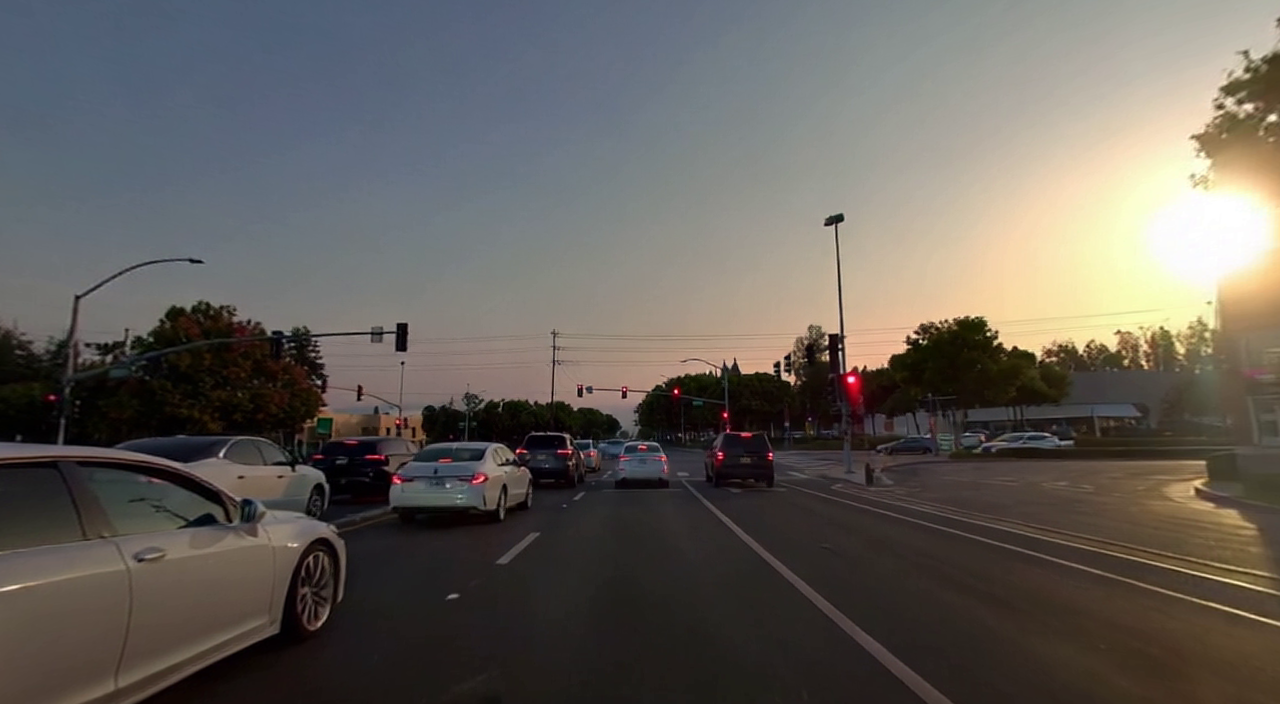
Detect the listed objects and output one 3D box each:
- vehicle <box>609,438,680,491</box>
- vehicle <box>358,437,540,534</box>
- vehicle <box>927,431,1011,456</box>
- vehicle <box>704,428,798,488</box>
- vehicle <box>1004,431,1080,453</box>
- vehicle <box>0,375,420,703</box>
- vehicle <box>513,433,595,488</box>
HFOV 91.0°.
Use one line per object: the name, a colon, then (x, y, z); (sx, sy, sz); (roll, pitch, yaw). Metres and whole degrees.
vehicle: (0.151, 3.522, 20.015); (2.032, 1.499, 3.994); (0, -9, 1)
vehicle: (-3.316, 2.413, 11.988); (2.014, 1.472, 4.357); (0, -9, 1)
vehicle: (23.350, 6.537, 44.841); (4.781, 1.700, 1.986); (0, -9, 1)
vehicle: (3.373, 3.338, 20.030); (2.076, 1.691, 4.402); (0, -9, -1)
vehicle: (30.614, 6.881, 48.036); (4.432, 1.680, 1.932); (0, -9, 2)
vehicle: (-3.095, 0.997, 2.970); (2.249, 1.517, 4.951); (0, -9, 1)
vehicle: (-2.794, 3.677, 21.524); (2.072, 1.694, 4.070); (0, -9, 2)
